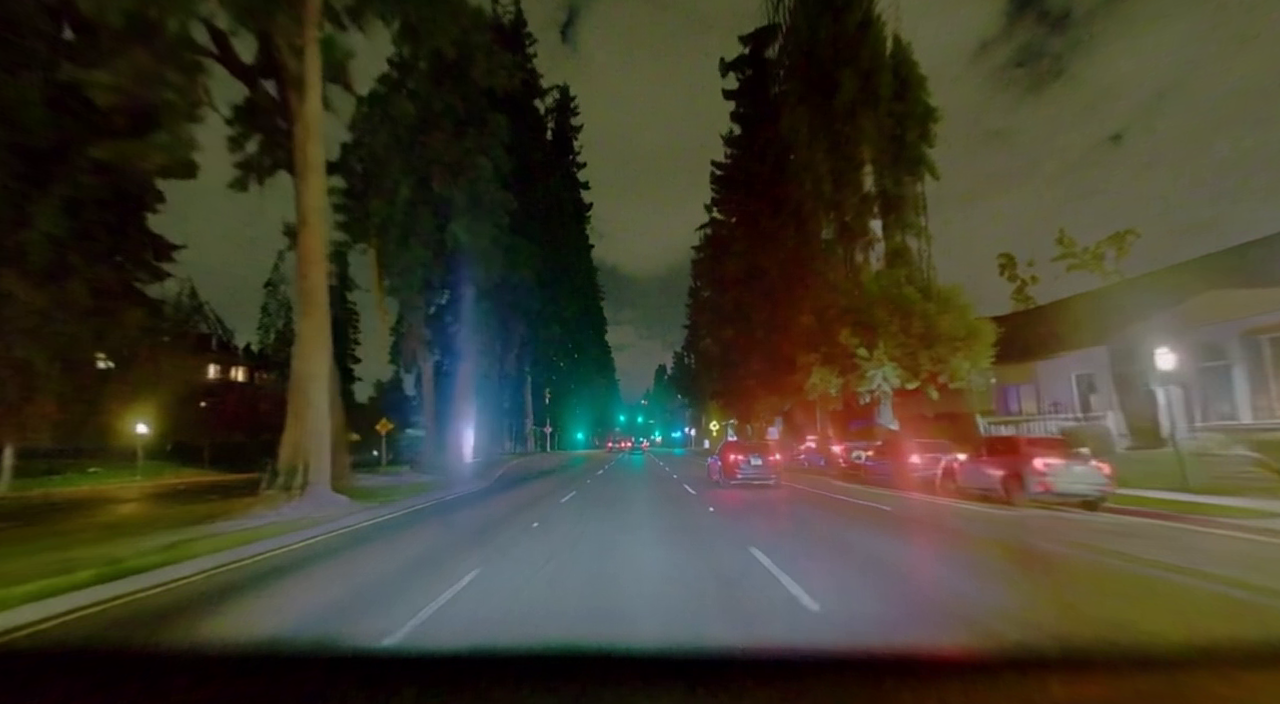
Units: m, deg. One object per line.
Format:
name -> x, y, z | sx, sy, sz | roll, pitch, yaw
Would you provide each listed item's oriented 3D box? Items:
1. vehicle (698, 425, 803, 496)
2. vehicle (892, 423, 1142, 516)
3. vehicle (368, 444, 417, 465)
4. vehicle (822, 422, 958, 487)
vehicle -> 2.812, 2.883, 17.036 | 2.022, 1.656, 4.025 | 0, -8, -1
vehicle -> 7.484, 2.381, 13.334 | 2.068, 1.558, 5.058 | 0, -8, -1
vehicle -> -18.309, 7.559, 46.731 | 1.836, 1.454, 4.507 | 0, -8, 0
vehicle -> 7.668, 3.219, 19.988 | 2.174, 1.788, 4.954 | 0, -8, -1
